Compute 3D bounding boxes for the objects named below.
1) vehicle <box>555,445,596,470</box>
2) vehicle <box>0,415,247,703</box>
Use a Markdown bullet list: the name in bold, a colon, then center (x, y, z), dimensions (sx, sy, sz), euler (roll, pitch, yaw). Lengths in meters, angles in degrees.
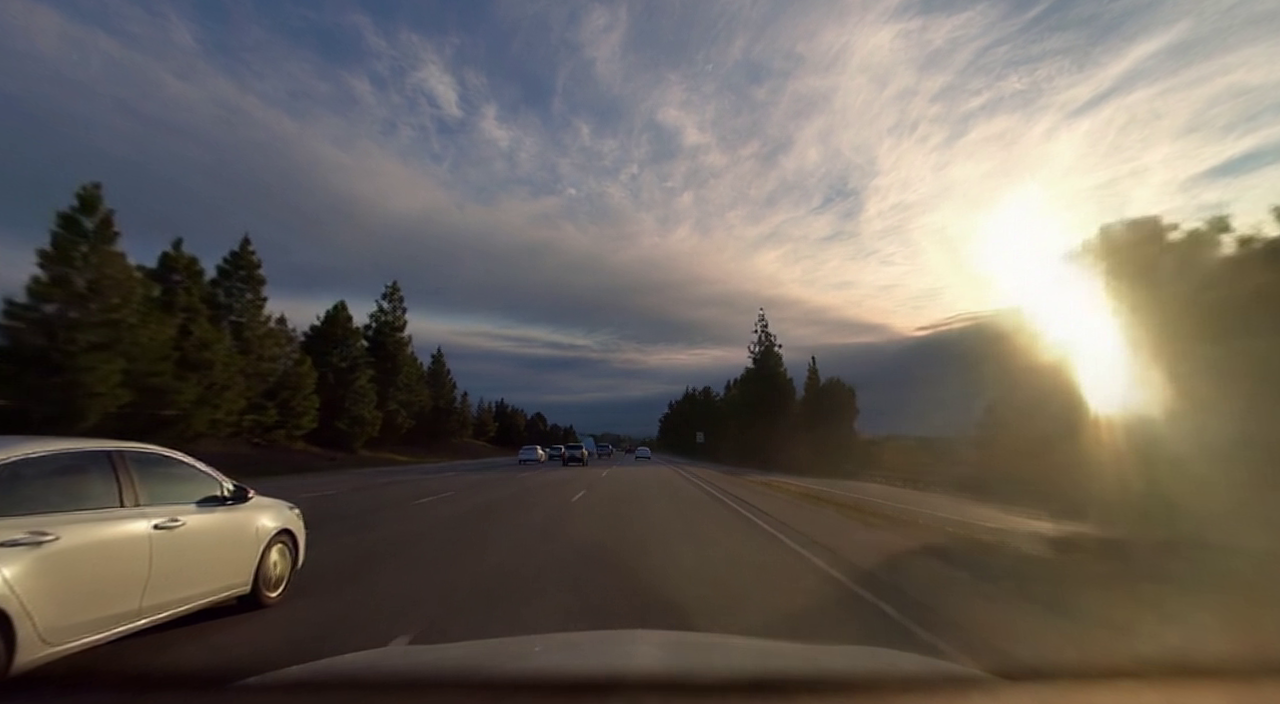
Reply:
- **vehicle**: center (-4.017, 6.658, 39.957), dimensions (2.120, 1.458, 4.031), euler (0, -9, 1)
- **vehicle**: center (-3.895, 0.963, 2.337), dimensions (1.965, 1.485, 4.460), euler (0, -9, 0)
